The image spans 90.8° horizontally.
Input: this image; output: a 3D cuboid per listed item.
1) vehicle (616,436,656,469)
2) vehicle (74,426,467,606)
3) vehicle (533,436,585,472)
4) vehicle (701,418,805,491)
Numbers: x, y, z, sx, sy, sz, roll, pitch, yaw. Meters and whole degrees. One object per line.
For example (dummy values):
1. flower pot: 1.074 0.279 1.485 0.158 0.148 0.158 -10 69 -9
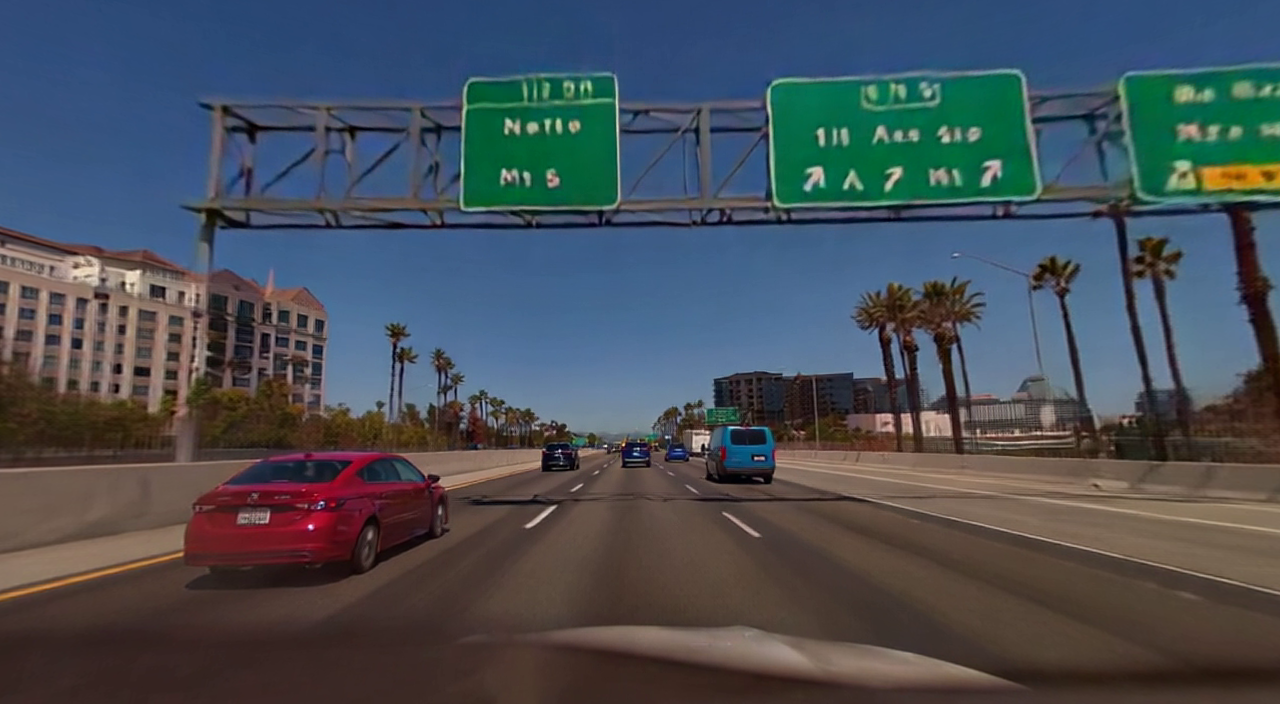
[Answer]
1. vehicle: -0.262 5.835 36.630 2.212 1.786 4.198 0 -9 -1
2. vehicle: -3.649 1.688 7.451 1.991 1.469 4.381 0 -9 0
3. vehicle: -4.175 5.380 33.458 2.109 1.793 4.613 0 -9 0
4. vehicle: 3.562 3.406 21.219 2.250 2.074 5.723 0 -9 -2
